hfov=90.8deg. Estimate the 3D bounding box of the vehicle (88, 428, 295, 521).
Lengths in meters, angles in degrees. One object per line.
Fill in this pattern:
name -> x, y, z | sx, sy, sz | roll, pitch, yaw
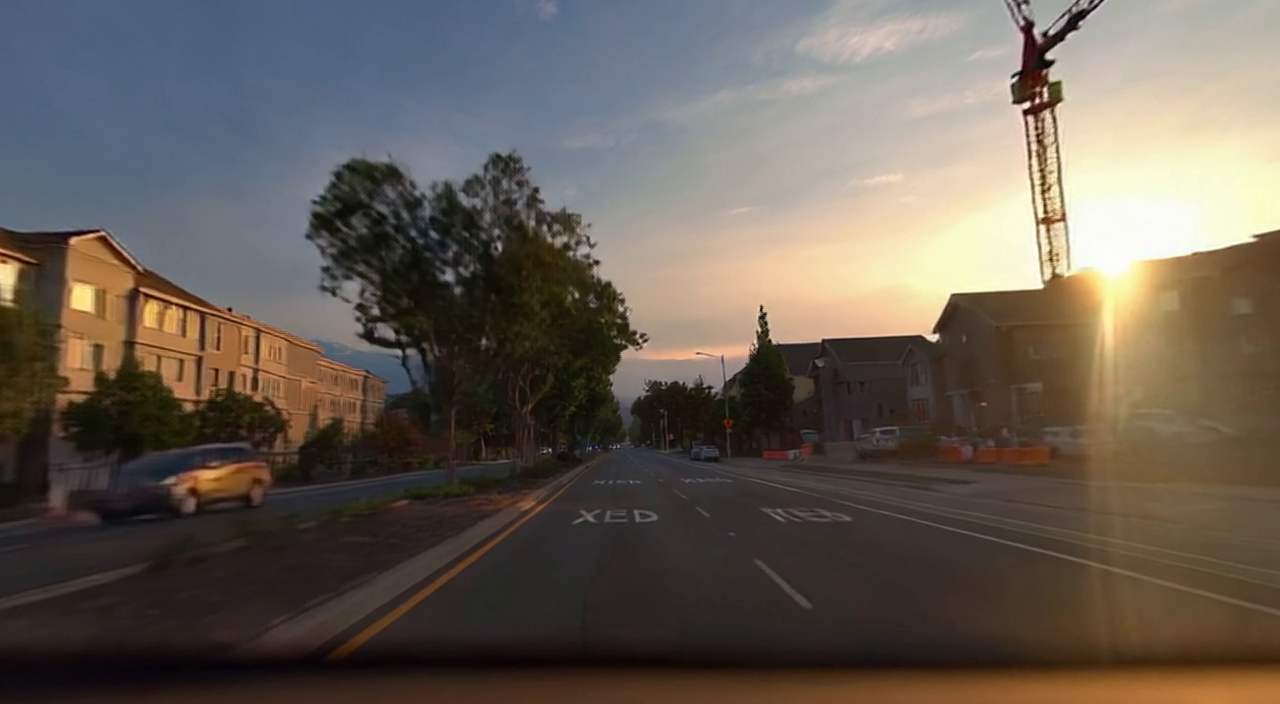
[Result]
vehicle -> -11.443, 3.109, 16.662 | 2.127, 1.984, 4.545 | -3, -8, 0
